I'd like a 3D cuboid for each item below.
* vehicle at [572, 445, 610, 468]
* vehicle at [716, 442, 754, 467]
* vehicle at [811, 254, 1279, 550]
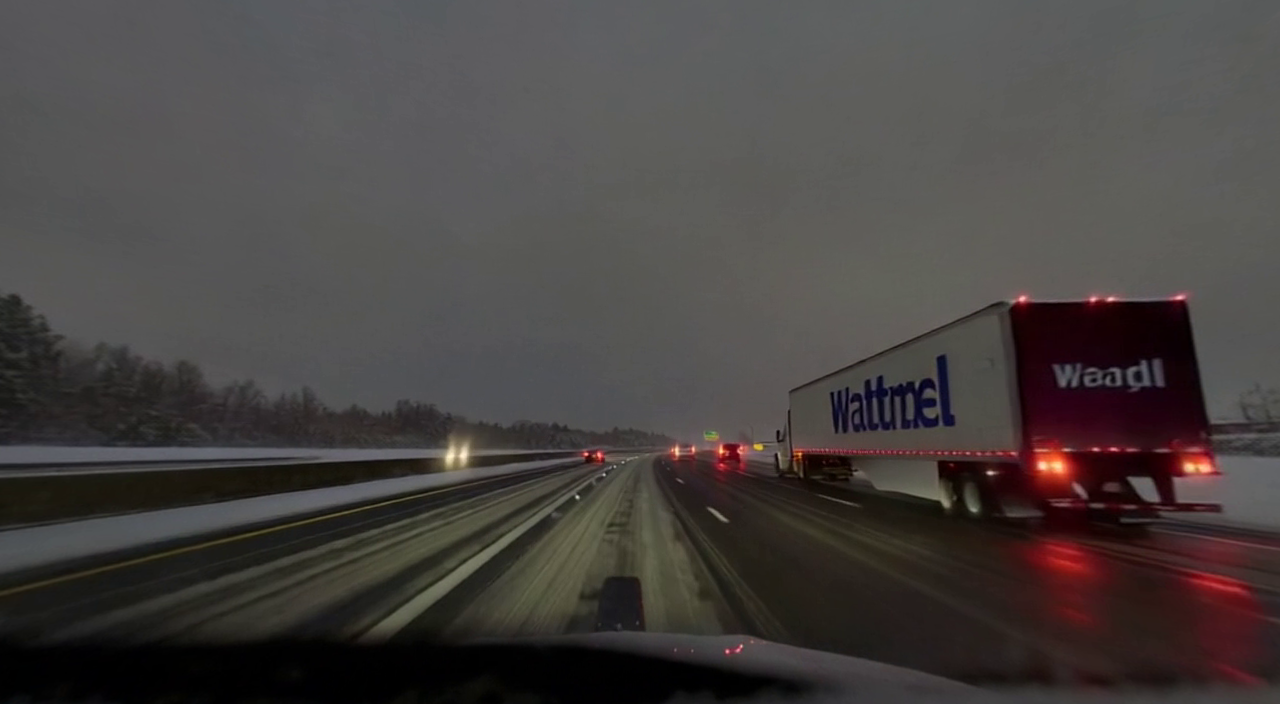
[{"bbox_3d":[-3.412,7.364,44.571,2.164,1.507,4.748,0,-9,1],"label":"vehicle"},{"bbox_3d":[6.792,7.370,45.379,2.188,1.727,4.381,0,-9,1],"label":"vehicle"},{"bbox_3d":[8.062,1.804,16.513,2.912,4.143,15.538,0,-9,0],"label":"vehicle"}]
